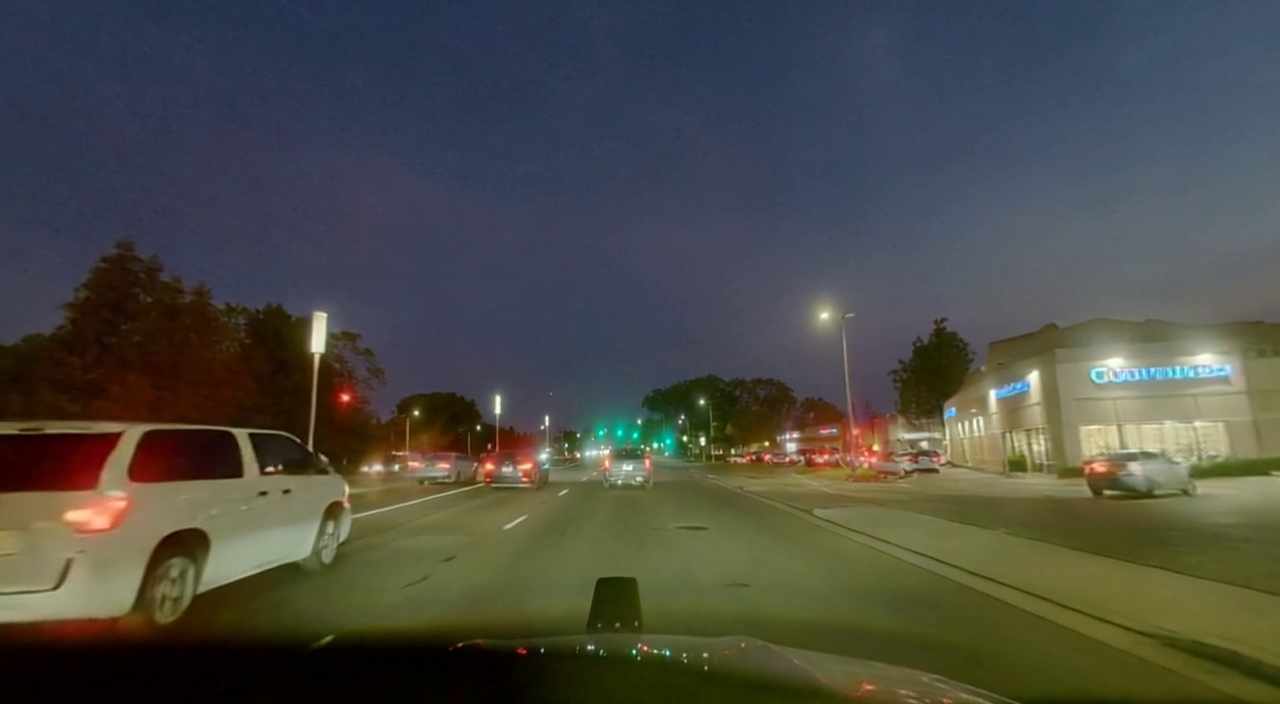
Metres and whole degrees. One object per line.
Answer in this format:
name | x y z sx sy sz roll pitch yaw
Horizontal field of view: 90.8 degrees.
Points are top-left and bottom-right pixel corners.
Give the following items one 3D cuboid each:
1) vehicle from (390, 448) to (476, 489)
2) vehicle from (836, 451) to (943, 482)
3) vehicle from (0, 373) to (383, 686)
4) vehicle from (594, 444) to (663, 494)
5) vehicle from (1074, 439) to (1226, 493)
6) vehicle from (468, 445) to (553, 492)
vehicle | -8.087 4.557 25.091 2.009 1.470 4.179 0 -9 -1
vehicle | 13.416 6.165 34.271 4.877 1.603 2.197 0 -9 2
vehicle | -4.411 1.350 5.938 2.096 1.807 4.413 0 -9 0
vehicle | -0.409 3.773 20.811 2.061 1.469 3.954 0 -9 -2
vehicle | 16.009 3.524 19.812 4.619 1.523 1.873 4 -10 -27
vehicle | -4.438 4.055 22.436 1.973 1.456 4.850 0 -9 0
